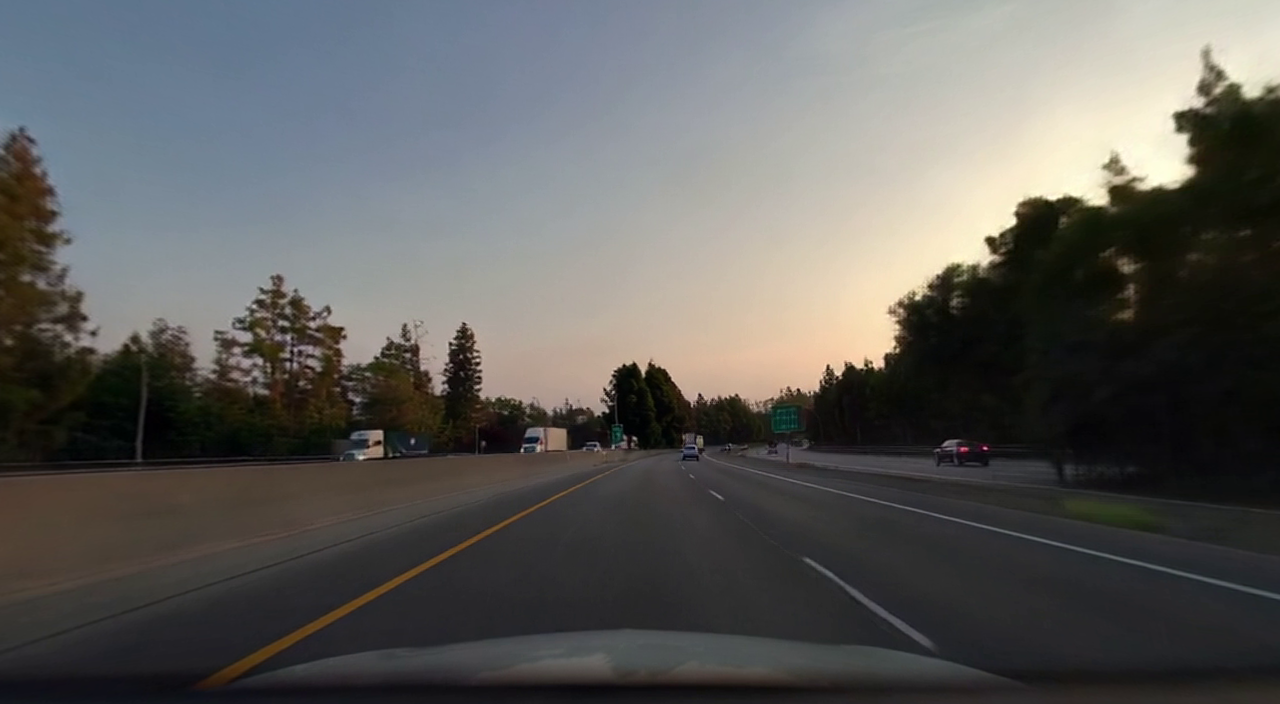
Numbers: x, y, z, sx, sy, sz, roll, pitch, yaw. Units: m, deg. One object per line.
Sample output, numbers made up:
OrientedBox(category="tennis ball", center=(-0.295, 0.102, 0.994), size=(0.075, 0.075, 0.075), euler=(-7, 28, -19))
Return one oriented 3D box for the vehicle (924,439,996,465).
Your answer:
OrientedBox(category="vehicle", center=(23.426, 7.339, 46.313), size=(2.061, 1.776, 4.476), euler=(3, -9, -19))
